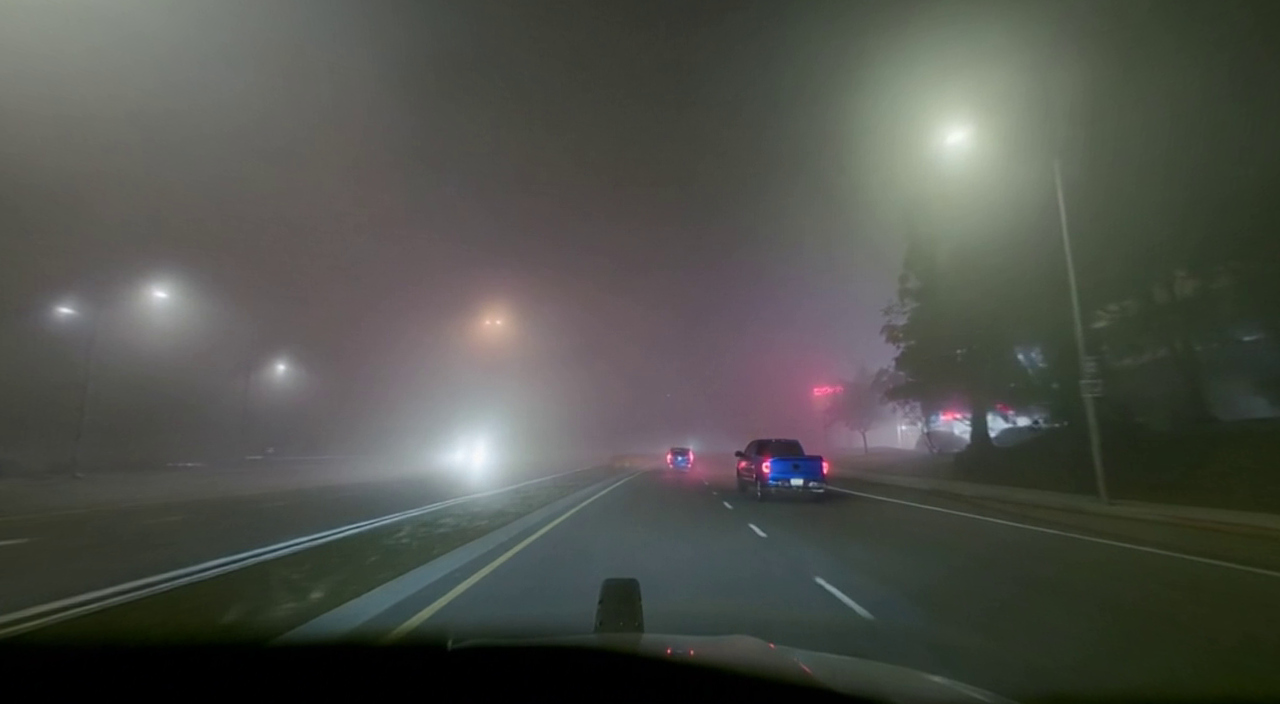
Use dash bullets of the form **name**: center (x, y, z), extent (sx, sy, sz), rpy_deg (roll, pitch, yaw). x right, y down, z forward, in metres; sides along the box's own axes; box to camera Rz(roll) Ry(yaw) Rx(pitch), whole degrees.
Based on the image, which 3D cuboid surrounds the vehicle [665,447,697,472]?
- **vehicle**: center (2.708, 7.025, 41.221), extent (1.968, 1.521, 4.262), rpy_deg (0, -9, 5)

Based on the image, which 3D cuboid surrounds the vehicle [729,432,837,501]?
- **vehicle**: center (4.451, 3.683, 20.690), extent (2.367, 1.919, 5.651), rpy_deg (0, -9, 2)

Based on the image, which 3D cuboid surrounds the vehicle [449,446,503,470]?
- **vehicle**: center (-11.228, 7.298, 43.514), extent (2.008, 1.553, 4.642), rpy_deg (-1, -9, 6)
